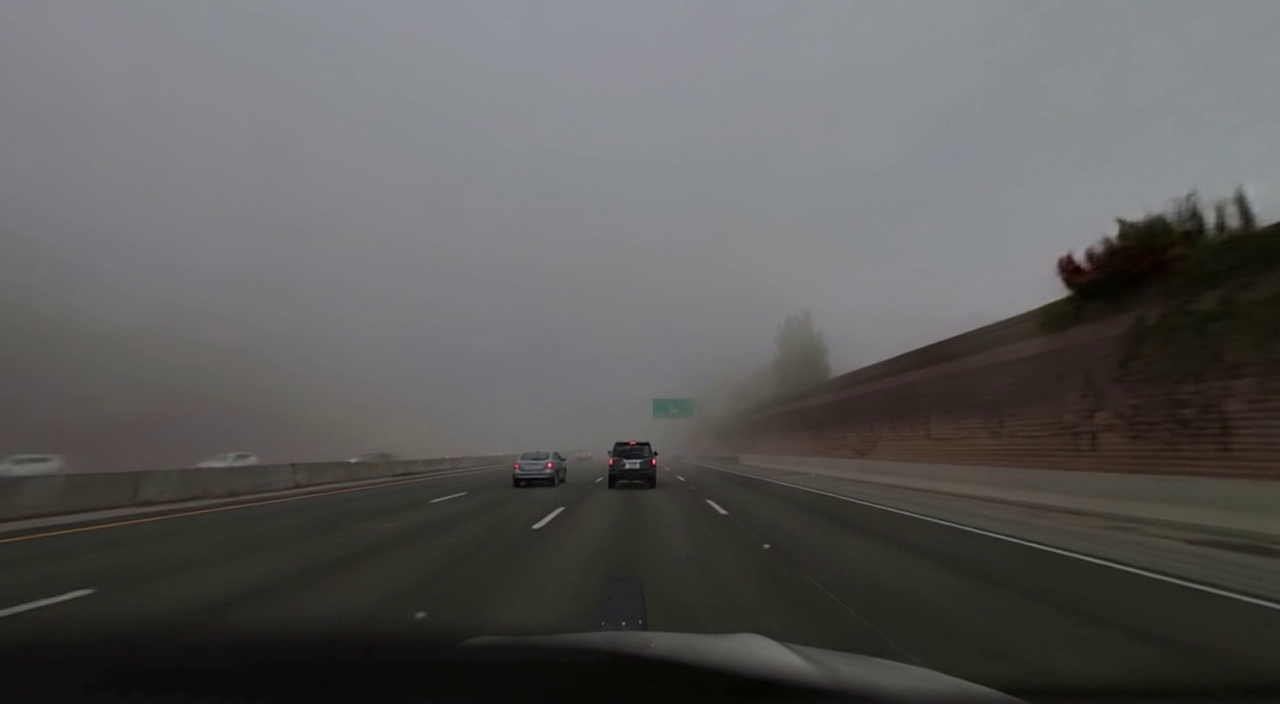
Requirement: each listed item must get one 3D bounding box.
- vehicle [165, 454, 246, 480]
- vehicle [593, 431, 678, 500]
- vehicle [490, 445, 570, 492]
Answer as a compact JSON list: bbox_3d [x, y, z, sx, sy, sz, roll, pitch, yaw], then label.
[{"bbox_3d":[-27.750,7.326,40.482,1.876,1.480,4.607,0,-9,1],"label":"vehicle"},{"bbox_3d":[-0.097,3.309,18.781,2.233,1.804,4.273,0,-9,0],"label":"vehicle"},{"bbox_3d":[-3.684,3.982,21.953,1.967,1.442,4.143,0,-9,1],"label":"vehicle"}]
